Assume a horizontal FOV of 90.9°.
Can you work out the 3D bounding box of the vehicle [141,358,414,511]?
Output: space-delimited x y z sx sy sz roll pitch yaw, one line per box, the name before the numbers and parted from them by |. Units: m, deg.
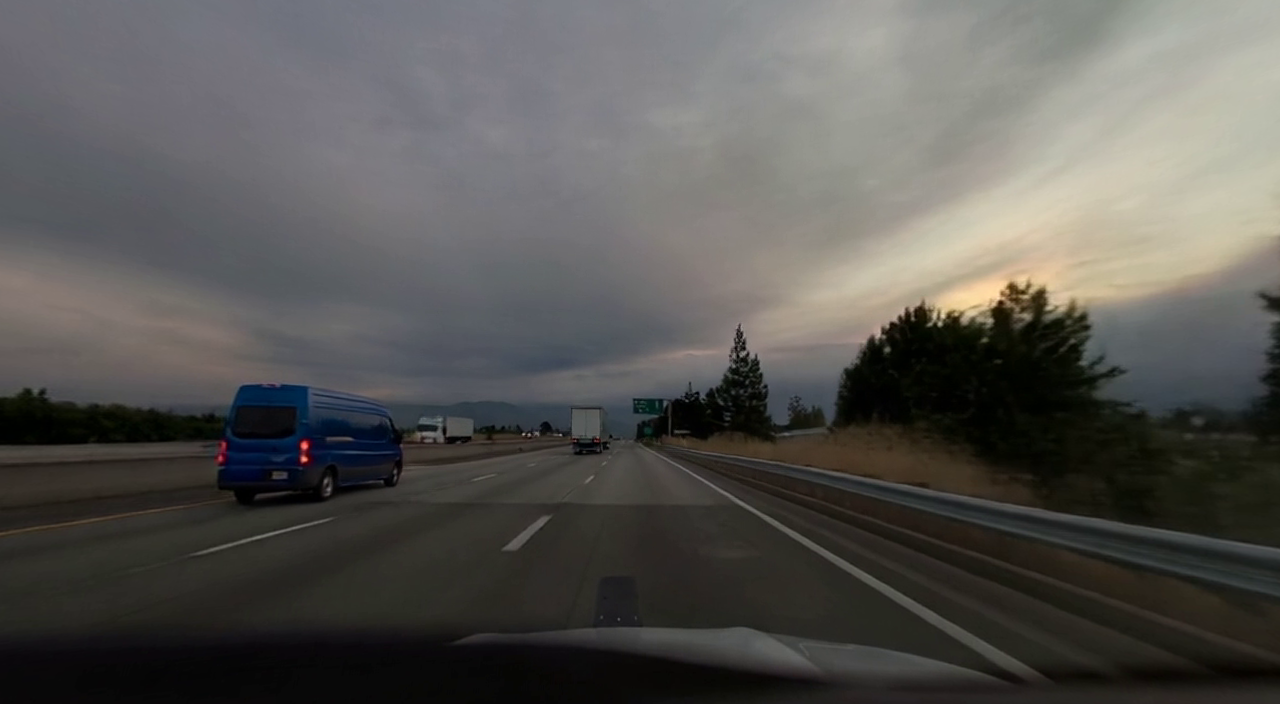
vehicle | -7.812 1.946 14.958 2.396 2.763 6.935 0 -8 -1
